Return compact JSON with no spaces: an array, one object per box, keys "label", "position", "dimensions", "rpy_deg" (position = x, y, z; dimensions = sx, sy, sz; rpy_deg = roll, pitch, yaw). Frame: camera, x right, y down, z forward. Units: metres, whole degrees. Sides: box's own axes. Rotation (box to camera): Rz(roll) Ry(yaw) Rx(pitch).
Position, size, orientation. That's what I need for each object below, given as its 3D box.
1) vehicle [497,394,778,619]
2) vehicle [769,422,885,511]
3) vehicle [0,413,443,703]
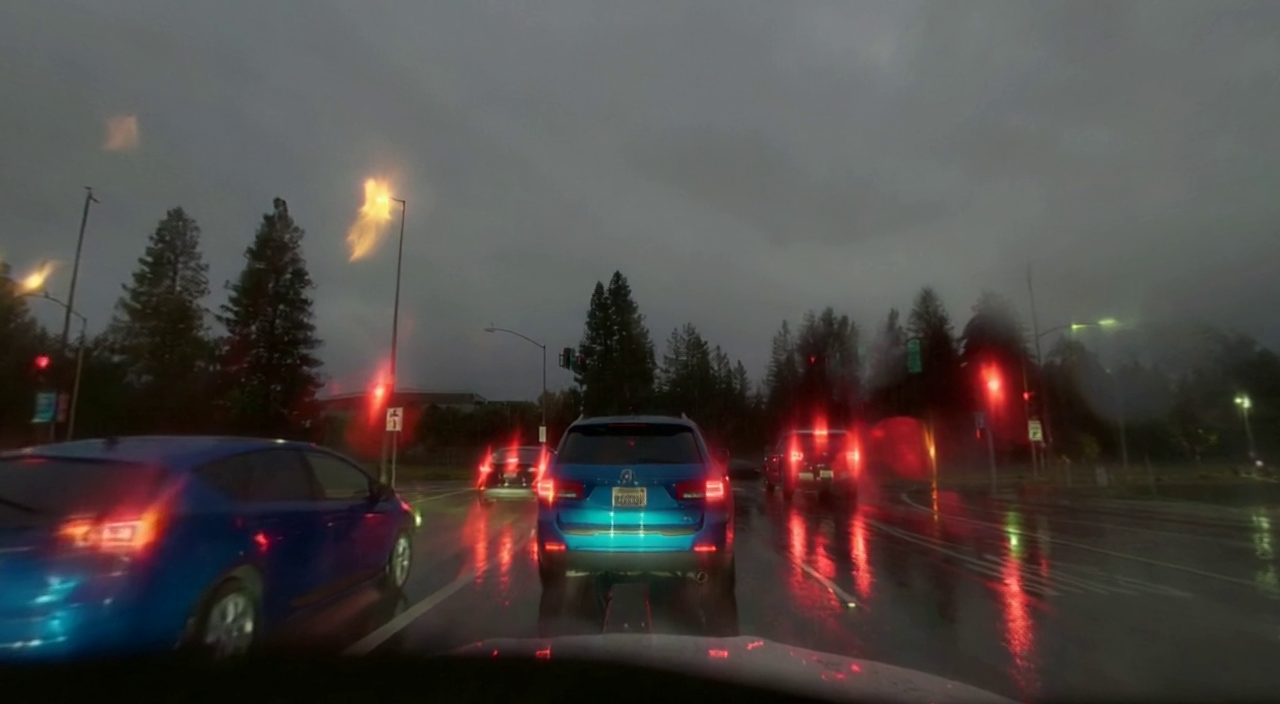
[{"label":"vehicle","position":[-0.041,1.529,7.183],"dimensions":[2.203,1.757,4.286],"rpy_deg":[0,-8,-1]},{"label":"vehicle","position":[4.812,2.994,16.921],"dimensions":[2.084,2.053,4.073],"rpy_deg":[-1,-8,4]},{"label":"vehicle","position":[-3.322,1.333,5.088],"dimensions":[1.913,1.453,4.413],"rpy_deg":[0,-8,2]}]
